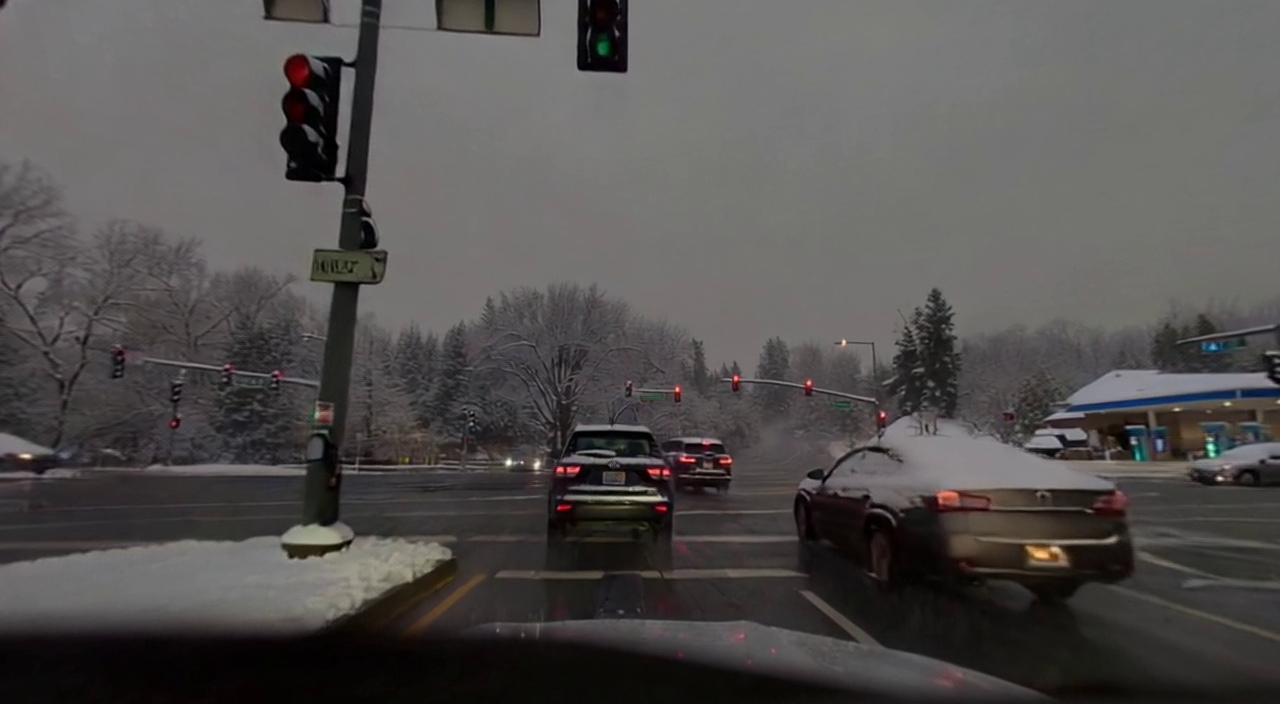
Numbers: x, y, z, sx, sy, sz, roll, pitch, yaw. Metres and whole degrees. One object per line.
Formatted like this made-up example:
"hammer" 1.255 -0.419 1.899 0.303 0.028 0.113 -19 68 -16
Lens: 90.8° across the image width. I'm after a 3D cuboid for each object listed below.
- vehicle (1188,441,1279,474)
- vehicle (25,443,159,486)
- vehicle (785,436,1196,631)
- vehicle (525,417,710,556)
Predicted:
"vehicle" 29.657 5.059 30.423 4.505 1.519 1.996 -1 -9 5
"vehicle" -26.573 5.447 30.764 4.658 1.911 2.162 -2 -9 5
"vehicle" 3.218 1.735 7.181 1.965 1.460 4.581 0 -9 -1
"vehicle" -0.443 2.055 10.402 2.351 1.733 4.616 0 -9 -4
